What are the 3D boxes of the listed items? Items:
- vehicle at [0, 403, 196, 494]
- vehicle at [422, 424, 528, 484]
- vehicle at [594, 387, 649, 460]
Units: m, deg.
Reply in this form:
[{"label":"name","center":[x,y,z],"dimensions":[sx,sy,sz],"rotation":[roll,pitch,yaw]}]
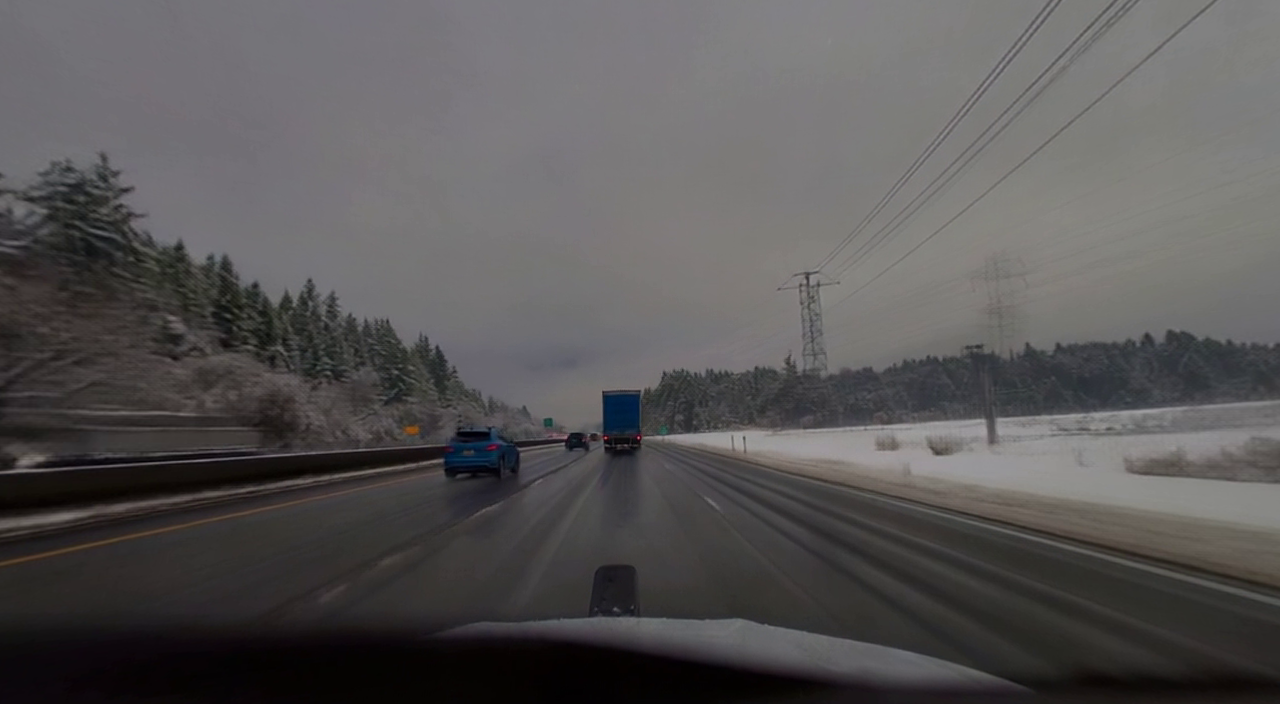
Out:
[{"label":"vehicle","center":[-16.935,2.872,19.228],"dimensions":[2.335,2.329,6.075],"rotation":[0,-8,0]},{"label":"vehicle","center":[-4.936,3.107,19.567],"dimensions":[2.117,1.618,4.480],"rotation":[0,-8,-1]},{"label":"vehicle","center":[-1.119,4.458,38.438],"dimensions":[2.955,3.851,9.915],"rotation":[0,-8,-2]}]
